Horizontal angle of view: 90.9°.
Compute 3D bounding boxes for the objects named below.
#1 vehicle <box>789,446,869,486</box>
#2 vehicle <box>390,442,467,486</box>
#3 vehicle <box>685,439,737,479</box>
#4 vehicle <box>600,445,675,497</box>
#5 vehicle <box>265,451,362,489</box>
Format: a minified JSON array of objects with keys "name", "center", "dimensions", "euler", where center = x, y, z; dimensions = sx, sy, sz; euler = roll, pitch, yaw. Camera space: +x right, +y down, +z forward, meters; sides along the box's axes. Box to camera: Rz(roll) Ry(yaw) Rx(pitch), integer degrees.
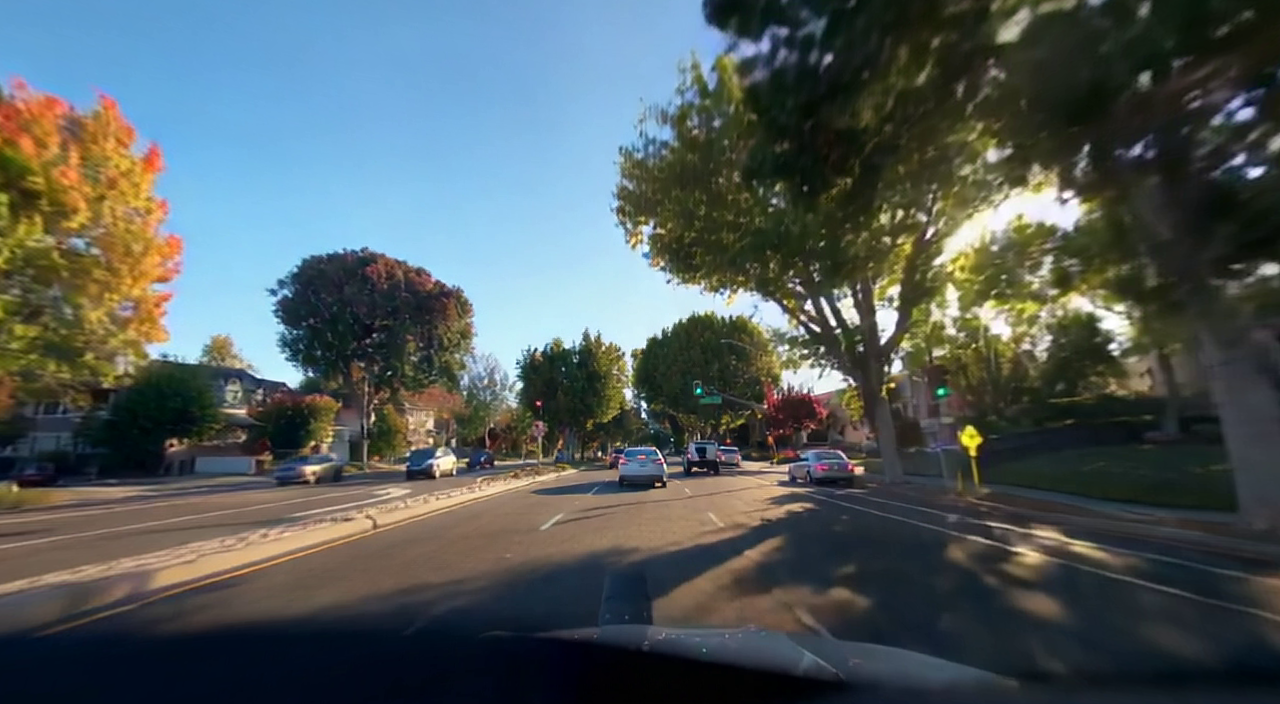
[{"name":"vehicle","center":[7.760,4.697,26.338],"dimensions":[1.980,1.497,4.345],"euler":[0,-9,0]},{"name":"vehicle","center":[-9.453,5.014,28.610],"dimensions":[2.090,1.785,4.692],"euler":[0,-9,-4]},{"name":"vehicle","center":[3.405,5.218,31.053],"dimensions":[2.073,1.822,4.276],"euler":[0,-9,0]},{"name":"vehicle","center":[-0.044,3.712,20.110],"dimensions":[2.140,1.474,4.026],"euler":[0,-9,1]},{"name":"vehicle","center":[-14.489,5.233,28.293],"dimensions":[1.926,1.480,4.337],"euler":[0,-9,1]}]
